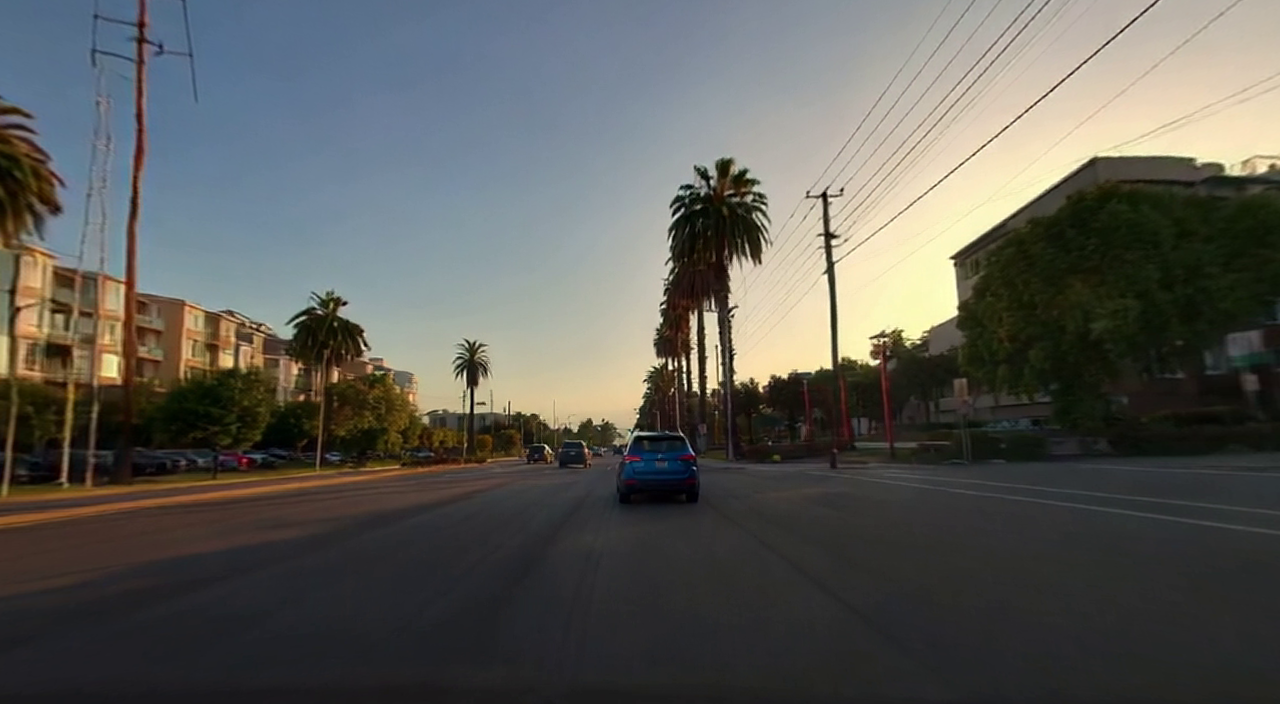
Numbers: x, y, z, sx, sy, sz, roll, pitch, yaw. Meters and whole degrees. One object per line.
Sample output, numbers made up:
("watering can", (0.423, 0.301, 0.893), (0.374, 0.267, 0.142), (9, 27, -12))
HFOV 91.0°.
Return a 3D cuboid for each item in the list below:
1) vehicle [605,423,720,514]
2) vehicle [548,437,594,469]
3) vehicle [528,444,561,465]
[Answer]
("vehicle", (0.355, 2.539, 14.154), (2.198, 1.706, 4.166), (0, -9, -2))
("vehicle", (-4.049, 6.029, 37.768), (2.169, 1.796, 4.821), (0, -9, 0))
("vehicle", (-7.208, 7.760, 47.890), (1.910, 1.484, 3.980), (0, -9, 0))
